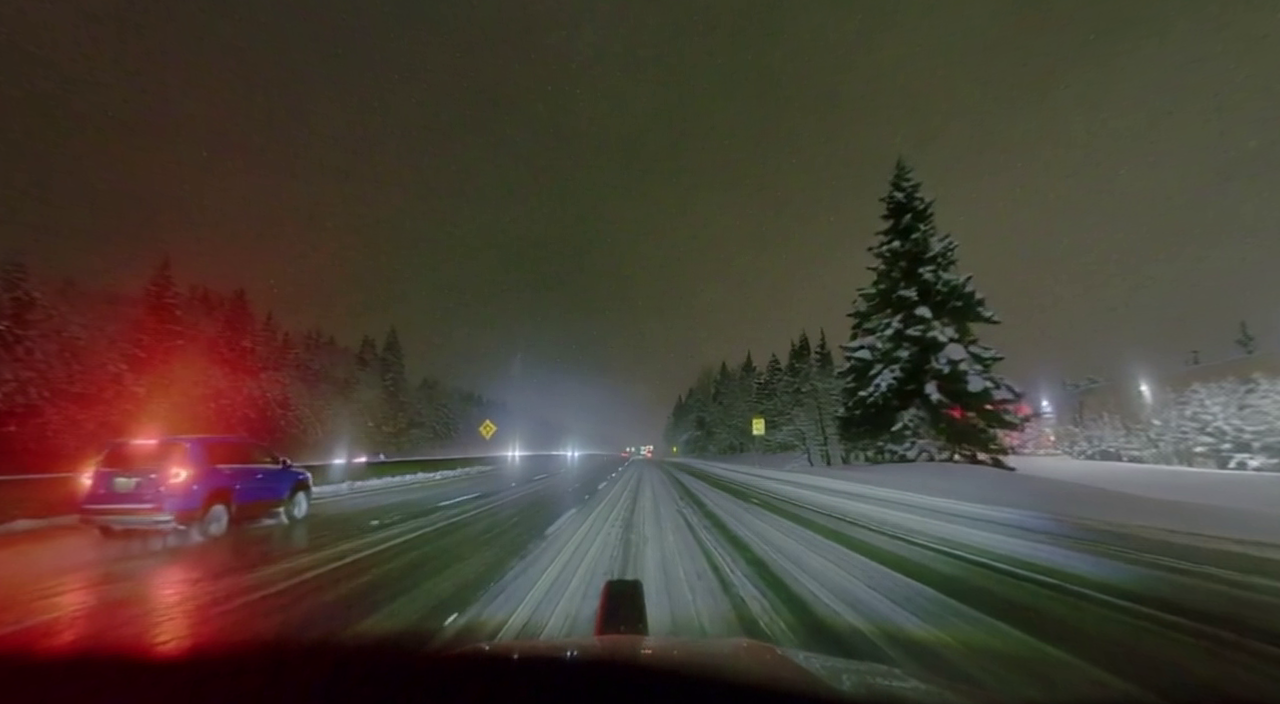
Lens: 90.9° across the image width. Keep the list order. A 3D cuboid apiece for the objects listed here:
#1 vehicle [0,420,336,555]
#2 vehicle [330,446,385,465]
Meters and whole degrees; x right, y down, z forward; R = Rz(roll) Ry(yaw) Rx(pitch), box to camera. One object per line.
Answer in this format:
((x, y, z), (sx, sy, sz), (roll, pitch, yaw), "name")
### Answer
((-7.323, 2.083, 10.485), (2.148, 1.709, 4.678), (0, -8, 1), "vehicle")
((-20.857, 7.651, 46.790), (1.906, 1.339, 4.595), (0, -8, 1), "vehicle")
